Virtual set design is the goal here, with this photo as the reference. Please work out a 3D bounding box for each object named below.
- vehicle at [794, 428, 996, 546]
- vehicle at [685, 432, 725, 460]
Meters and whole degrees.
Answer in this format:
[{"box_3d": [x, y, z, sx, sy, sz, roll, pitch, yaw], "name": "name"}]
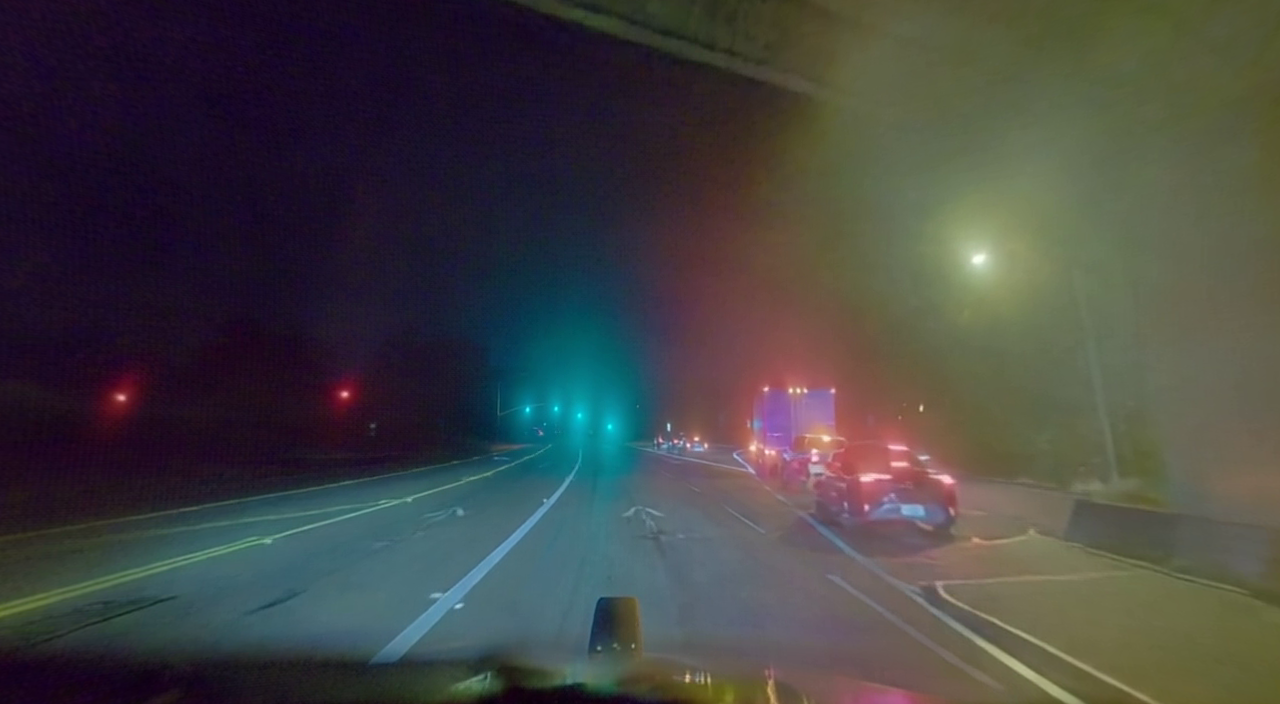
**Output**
[{"box_3d": [3.764, 2.024, 10.142, 1.947, 1.475, 3.962, -1, -8, 6], "name": "vehicle"}, {"box_3d": [4.395, 6.401, 42.978, 1.917, 1.748, 4.003, 0, -8, -6], "name": "vehicle"}]
